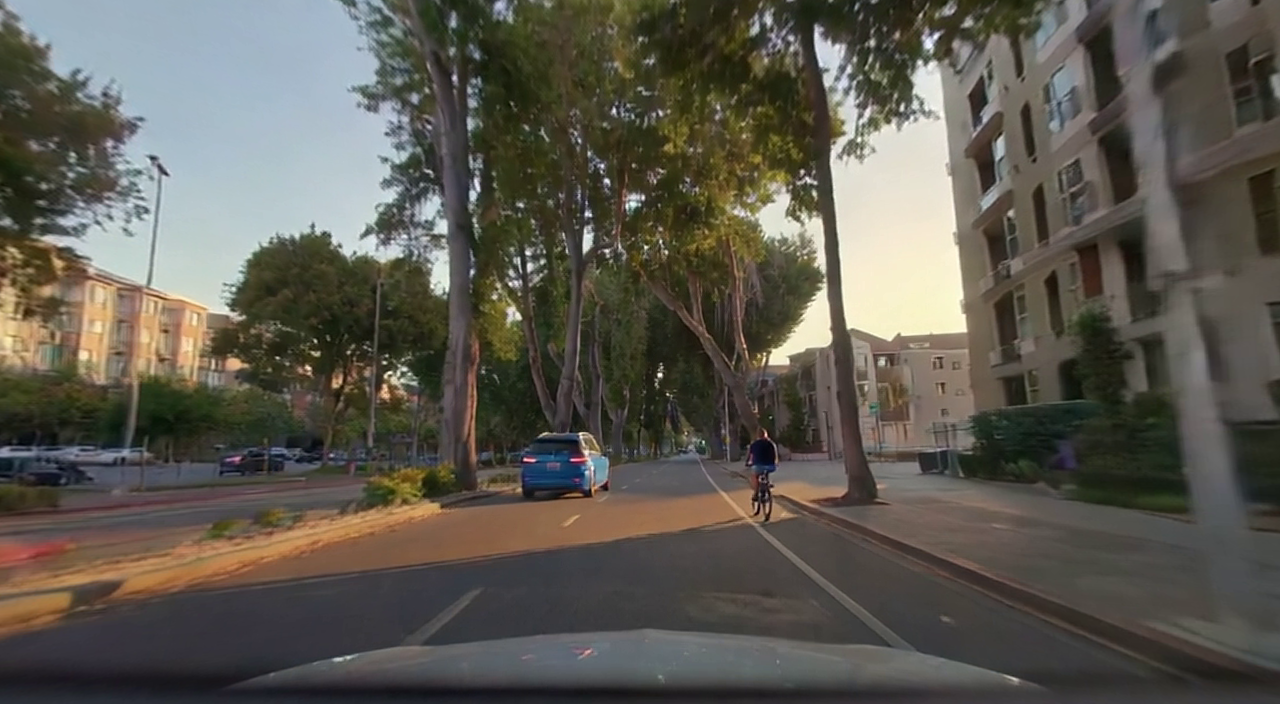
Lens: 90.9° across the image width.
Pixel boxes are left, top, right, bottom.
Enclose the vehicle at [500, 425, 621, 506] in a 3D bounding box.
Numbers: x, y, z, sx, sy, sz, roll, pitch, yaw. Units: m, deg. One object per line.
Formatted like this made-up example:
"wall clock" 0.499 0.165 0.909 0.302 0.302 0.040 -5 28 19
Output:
"vehicle" -1.937 3.071 17.314 2.294 1.859 5.127 -1 -9 4
